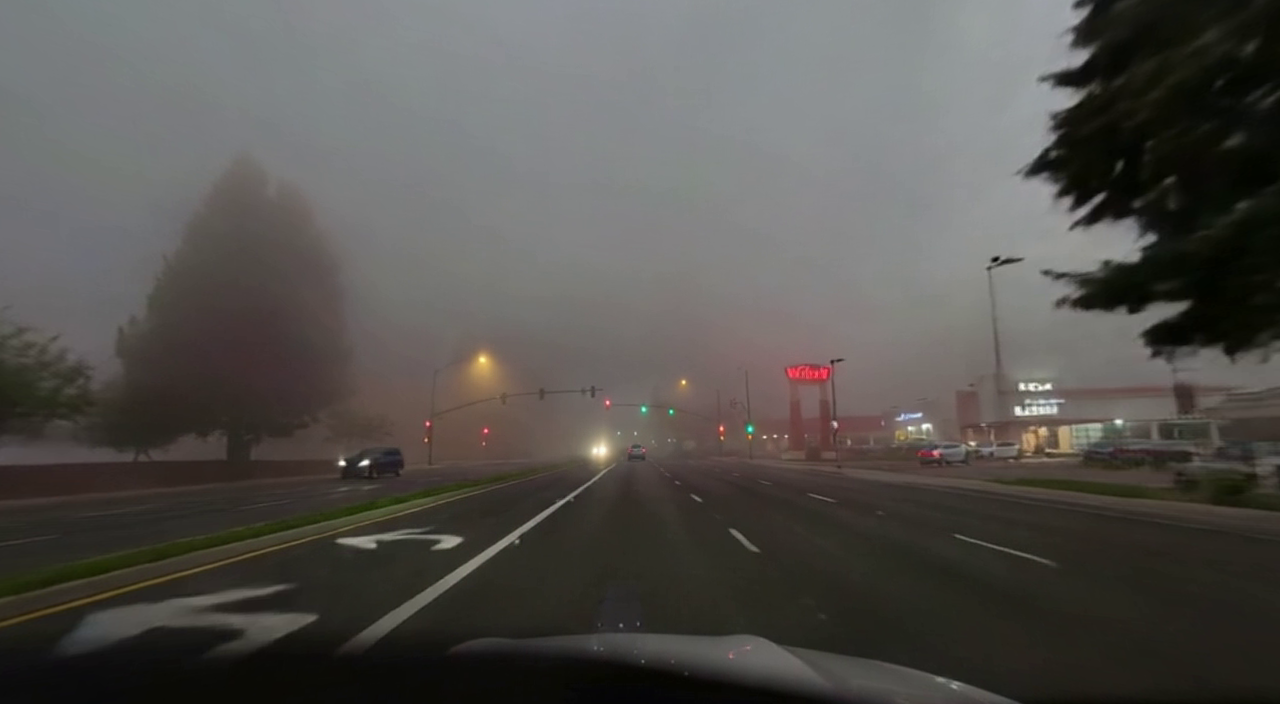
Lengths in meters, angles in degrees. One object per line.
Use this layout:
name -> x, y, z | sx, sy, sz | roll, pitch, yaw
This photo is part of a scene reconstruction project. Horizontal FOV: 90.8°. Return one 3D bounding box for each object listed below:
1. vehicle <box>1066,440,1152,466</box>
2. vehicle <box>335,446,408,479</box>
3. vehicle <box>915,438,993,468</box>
vehicle -> 32.449, 6.999, 43.828 | 4.335, 1.675, 1.885 | 0, -9, 2
vehicle -> -15.725, 6.478, 37.355 | 2.102, 1.800, 4.849 | 0, -9, 1
vehicle -> 19.384, 6.202, 38.950 | 4.717, 1.714, 1.985 | 5, -10, -31
